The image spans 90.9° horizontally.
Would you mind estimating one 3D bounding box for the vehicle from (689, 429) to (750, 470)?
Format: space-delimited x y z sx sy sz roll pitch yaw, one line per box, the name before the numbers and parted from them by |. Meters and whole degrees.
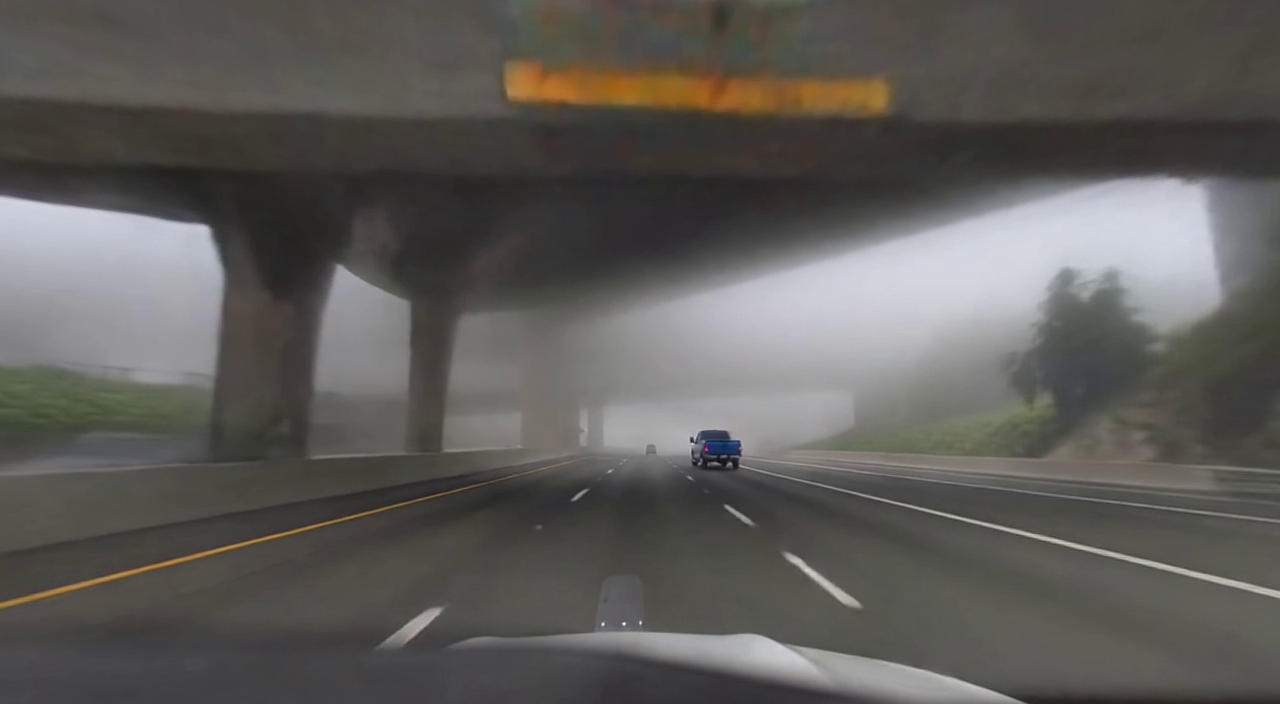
vehicle | 4.144 5.251 33.945 2.505 2.020 5.532 0 -9 -1
